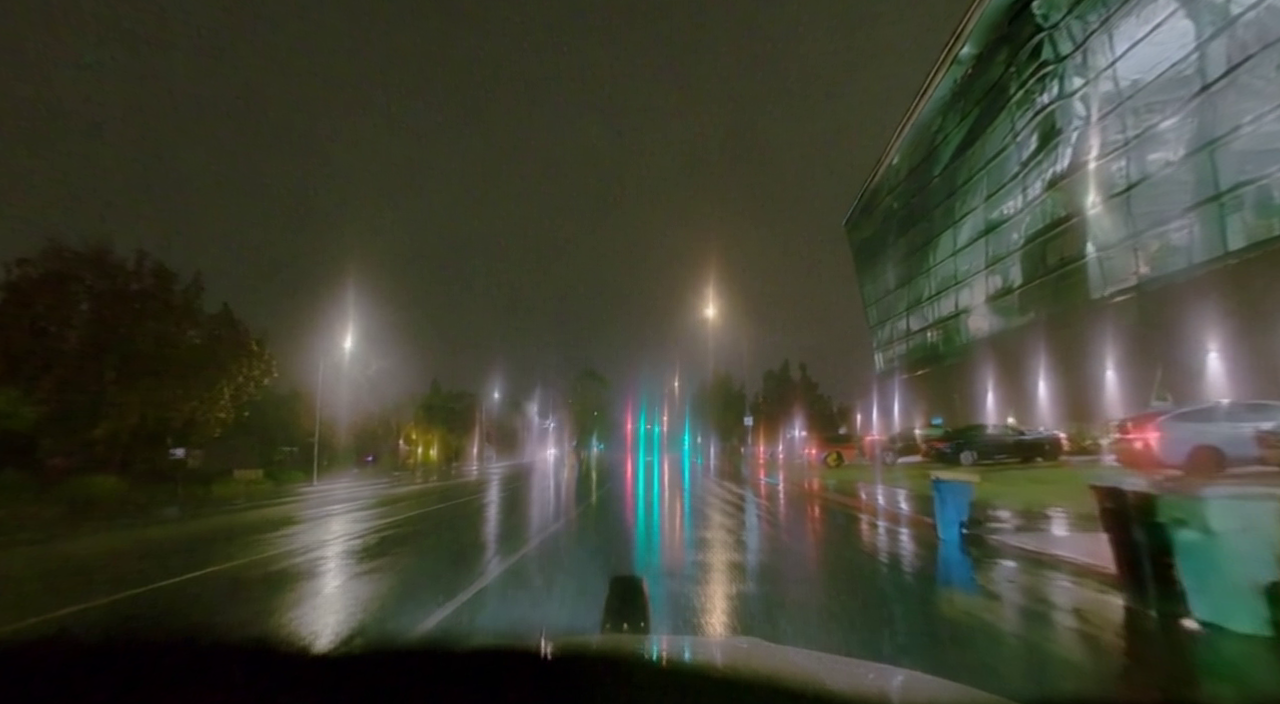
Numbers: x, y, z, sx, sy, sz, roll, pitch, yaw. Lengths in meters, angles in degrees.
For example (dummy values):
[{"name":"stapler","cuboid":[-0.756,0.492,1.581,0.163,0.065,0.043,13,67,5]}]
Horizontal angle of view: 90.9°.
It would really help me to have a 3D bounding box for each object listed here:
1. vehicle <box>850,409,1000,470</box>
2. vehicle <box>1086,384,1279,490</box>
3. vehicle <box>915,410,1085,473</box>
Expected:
[{"name":"vehicle","cuboid":[12.258,3.819,27.389,5.330,1.917,2.001,-7,-9,1]},{"name":"vehicle","cuboid":[12.265,1.641,12.943,4.572,1.744,1.956,-6,-8,-2]},{"name":"vehicle","cuboid":[12.255,3.092,21.709,4.478,1.578,1.944,-7,-9,2]}]
